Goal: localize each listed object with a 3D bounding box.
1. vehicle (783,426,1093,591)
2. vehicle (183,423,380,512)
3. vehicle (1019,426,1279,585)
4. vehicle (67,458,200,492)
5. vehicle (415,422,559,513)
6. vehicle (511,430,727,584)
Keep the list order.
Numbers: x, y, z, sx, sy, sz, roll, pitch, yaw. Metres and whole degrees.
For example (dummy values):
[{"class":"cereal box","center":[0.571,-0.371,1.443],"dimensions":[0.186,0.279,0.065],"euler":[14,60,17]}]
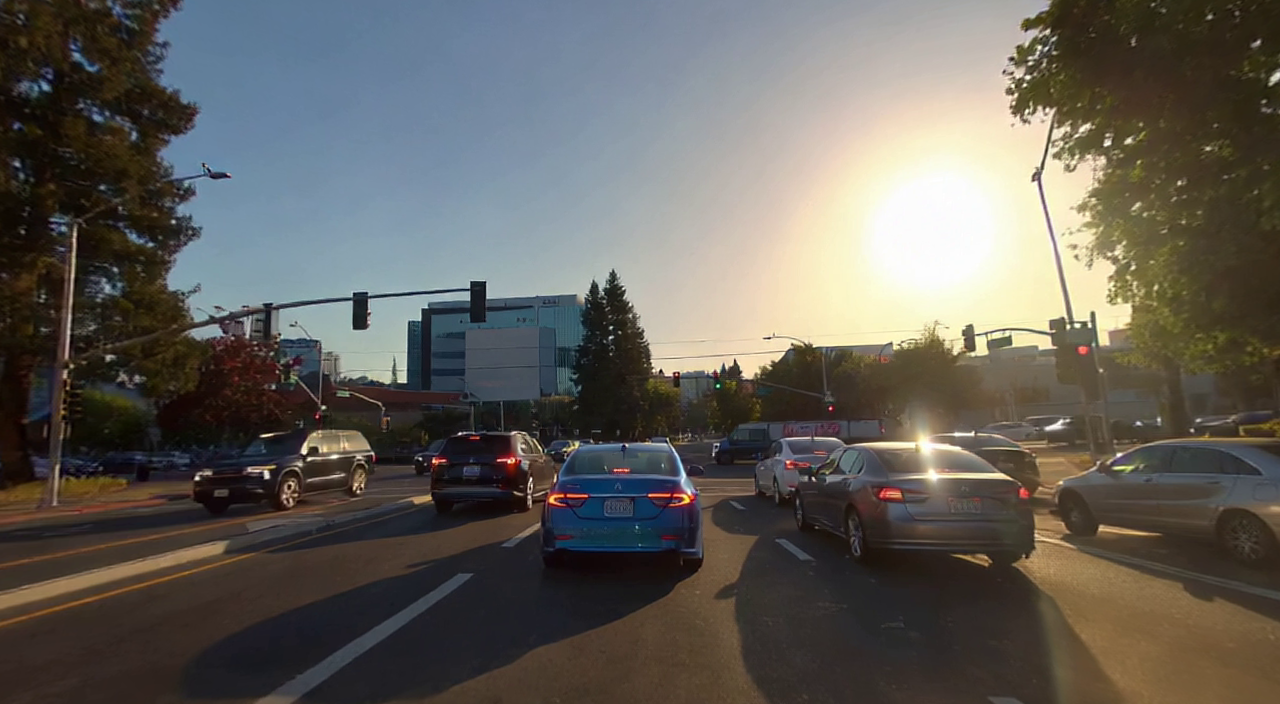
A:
[{"class":"vehicle","center":[3.240,1.760,7.994],"dimensions":[2.020,1.513,4.120],"euler":[0,-8,2]},{"class":"vehicle","center":[-8.699,2.826,15.993],"dimensions":[2.140,1.892,4.689],"euler":[0,-8,1]},{"class":"vehicle","center":[7.131,1.731,7.822],"dimensions":[2.004,1.508,4.646],"euler":[0,-8,0]},{"class":"vehicle","center":[-25.281,6.142,31.753],"dimensions":[4.679,1.488,2.052],"euler":[2,-9,-13]},{"class":"vehicle","center":[-3.432,2.714,15.416],"dimensions":[2.160,1.823,5.115],"euler":[0,-8,1]},{"class":"vehicle","center":[-0.179,1.799,8.160],"dimensions":[2.098,1.477,3.897],"euler":[0,-8,1]}]
